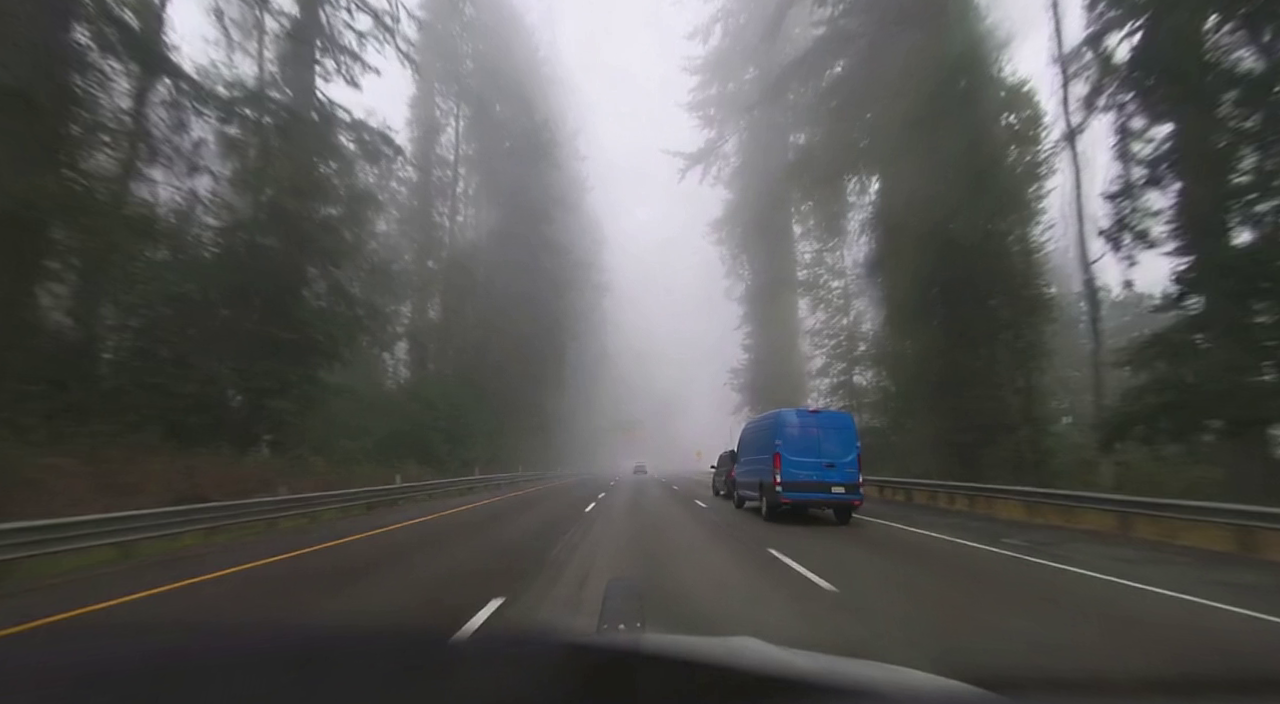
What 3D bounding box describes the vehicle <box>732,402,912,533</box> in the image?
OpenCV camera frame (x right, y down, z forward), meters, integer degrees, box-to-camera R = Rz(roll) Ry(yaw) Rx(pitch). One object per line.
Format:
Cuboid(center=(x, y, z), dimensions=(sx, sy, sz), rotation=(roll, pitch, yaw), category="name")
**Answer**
Cuboid(center=(4.330, 3.039, 16.725), dimensions=(2.737, 2.711, 6.687), rotation=(1, -10, 0), category="vehicle")
